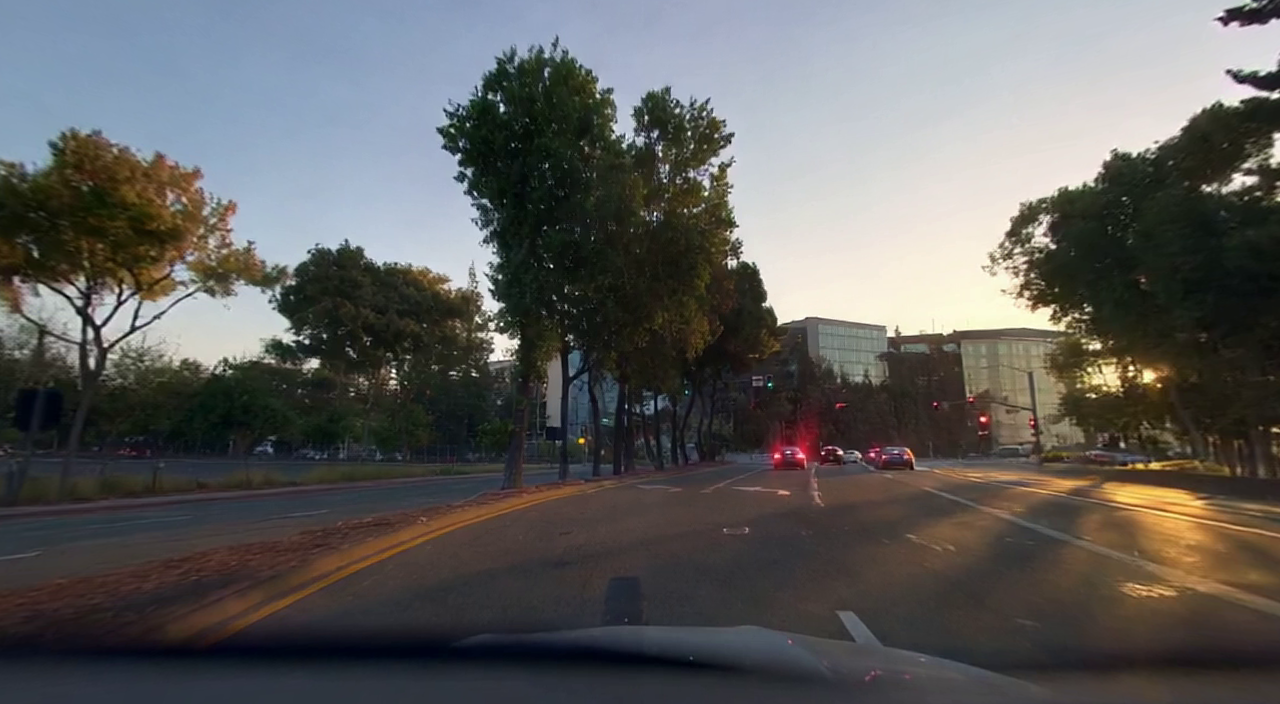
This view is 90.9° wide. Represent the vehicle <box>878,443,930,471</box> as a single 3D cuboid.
[{"bbox_3d":[14.475,5.730,34.755,1.884,1.422,4.262,-2,-9,13],"label":"vehicle"}]

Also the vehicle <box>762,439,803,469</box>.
[{"bbox_3d":[8.273,5.848,36.329,2.078,1.578,4.107,-3,-9,15],"label":"vehicle"}]
